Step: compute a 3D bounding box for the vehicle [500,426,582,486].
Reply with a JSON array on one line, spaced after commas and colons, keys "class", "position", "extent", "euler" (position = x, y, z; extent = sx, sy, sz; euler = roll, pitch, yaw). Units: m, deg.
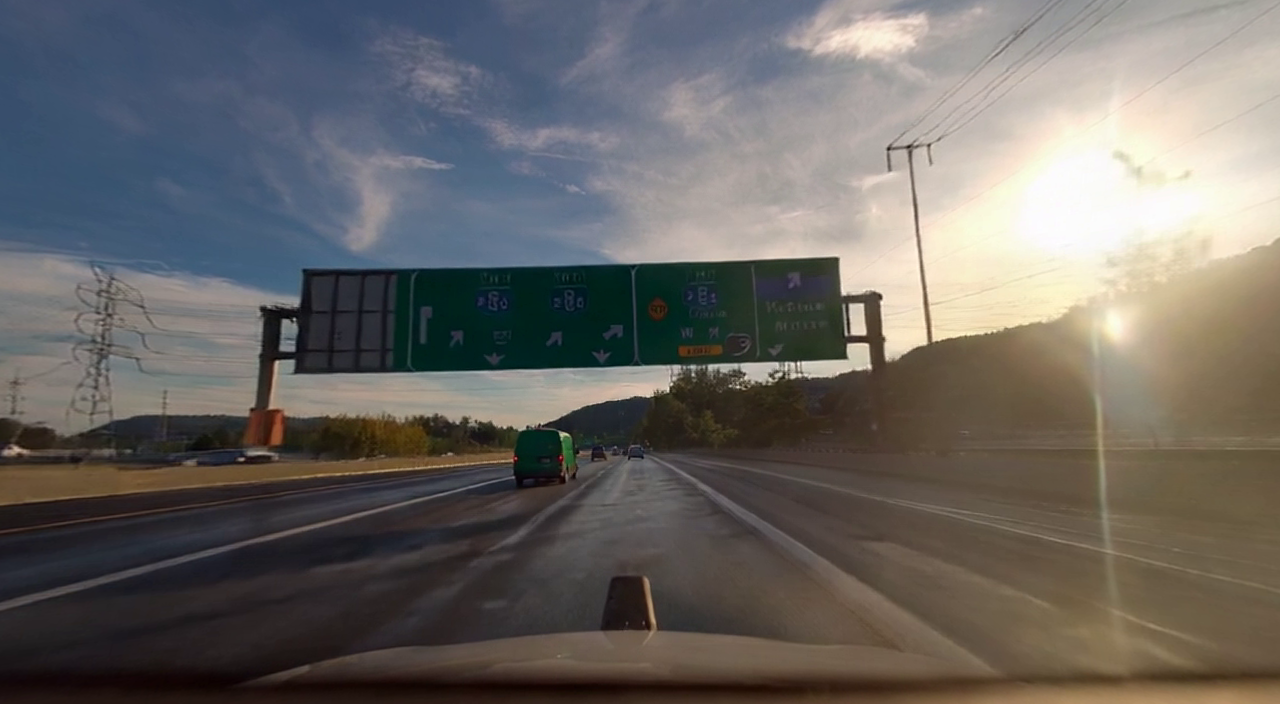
[{"class": "vehicle", "position": [-3.582, 3.873, 23.687], "extent": [2.281, 2.025, 4.586], "euler": [0, -8, 0]}]

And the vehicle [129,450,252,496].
[{"class": "vehicle", "position": [-16.022, 4.283, 22.663], "extent": [1.727, 1.450, 3.615], "euler": [0, -8, 0]}]
